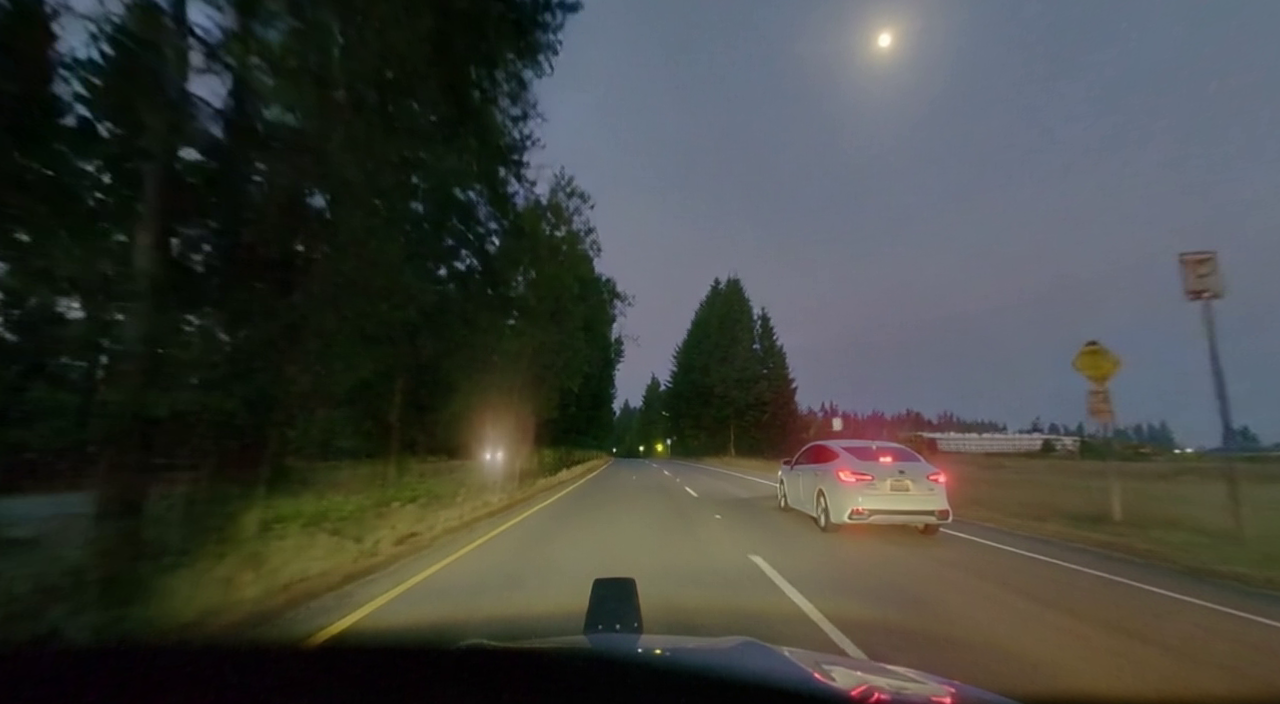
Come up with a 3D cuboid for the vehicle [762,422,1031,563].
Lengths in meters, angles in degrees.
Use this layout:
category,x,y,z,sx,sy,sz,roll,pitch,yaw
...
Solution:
category,x,y,z,sx,sy,sz,roll,pitch,yaw
vehicle,3.360,1.946,9.519,2.060,1.584,4.592,0,-9,-1
